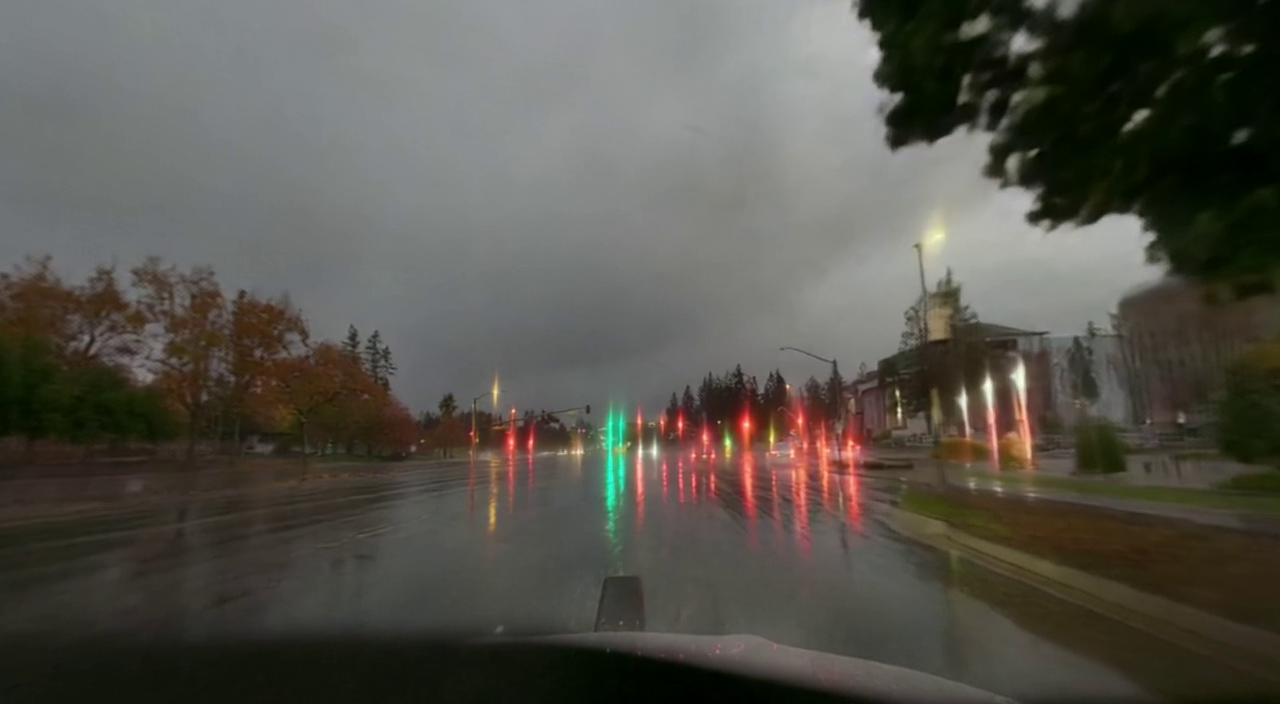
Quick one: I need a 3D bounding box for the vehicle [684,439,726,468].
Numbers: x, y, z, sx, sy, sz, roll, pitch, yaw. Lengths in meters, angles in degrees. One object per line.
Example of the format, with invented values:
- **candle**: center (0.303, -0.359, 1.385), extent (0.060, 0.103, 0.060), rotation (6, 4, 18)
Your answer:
- **vehicle**: center (3.581, 5.682, 35.554), extent (2.133, 1.481, 4.276), rotation (-1, -8, 4)
